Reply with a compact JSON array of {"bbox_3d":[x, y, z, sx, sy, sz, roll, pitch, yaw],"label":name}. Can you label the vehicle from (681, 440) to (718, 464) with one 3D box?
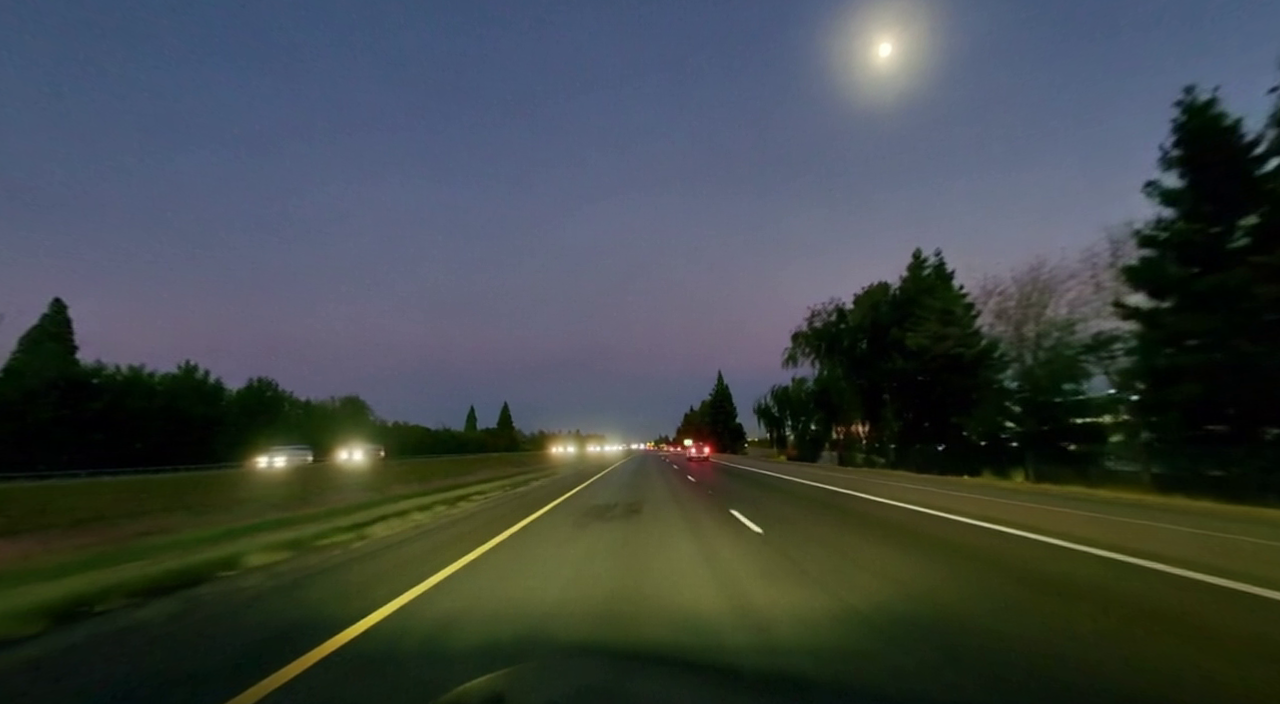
[{"bbox_3d":[3.938,6.698,42.343,2.062,1.518,4.026,0,-8,-1],"label":"vehicle"}]
